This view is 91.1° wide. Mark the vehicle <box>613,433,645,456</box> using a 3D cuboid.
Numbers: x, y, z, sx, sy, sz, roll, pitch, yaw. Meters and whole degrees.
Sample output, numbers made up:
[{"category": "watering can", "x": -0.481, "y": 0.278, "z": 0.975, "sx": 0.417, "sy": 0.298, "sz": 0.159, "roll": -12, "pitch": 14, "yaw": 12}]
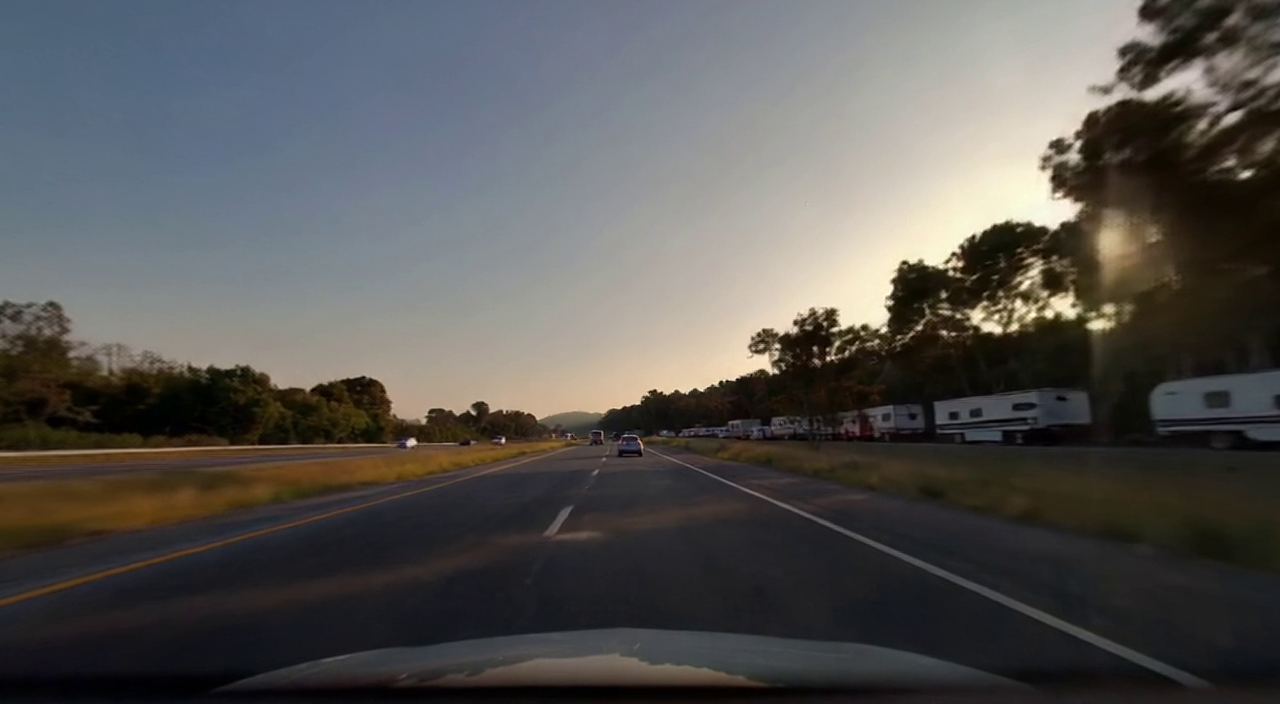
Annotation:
[{"category": "vehicle", "x": -0.810, "y": 6.385, "z": 43.429, "sx": 2.037, "sy": 1.504, "sz": 4.248, "roll": 0, "pitch": -8, "yaw": -3}]
